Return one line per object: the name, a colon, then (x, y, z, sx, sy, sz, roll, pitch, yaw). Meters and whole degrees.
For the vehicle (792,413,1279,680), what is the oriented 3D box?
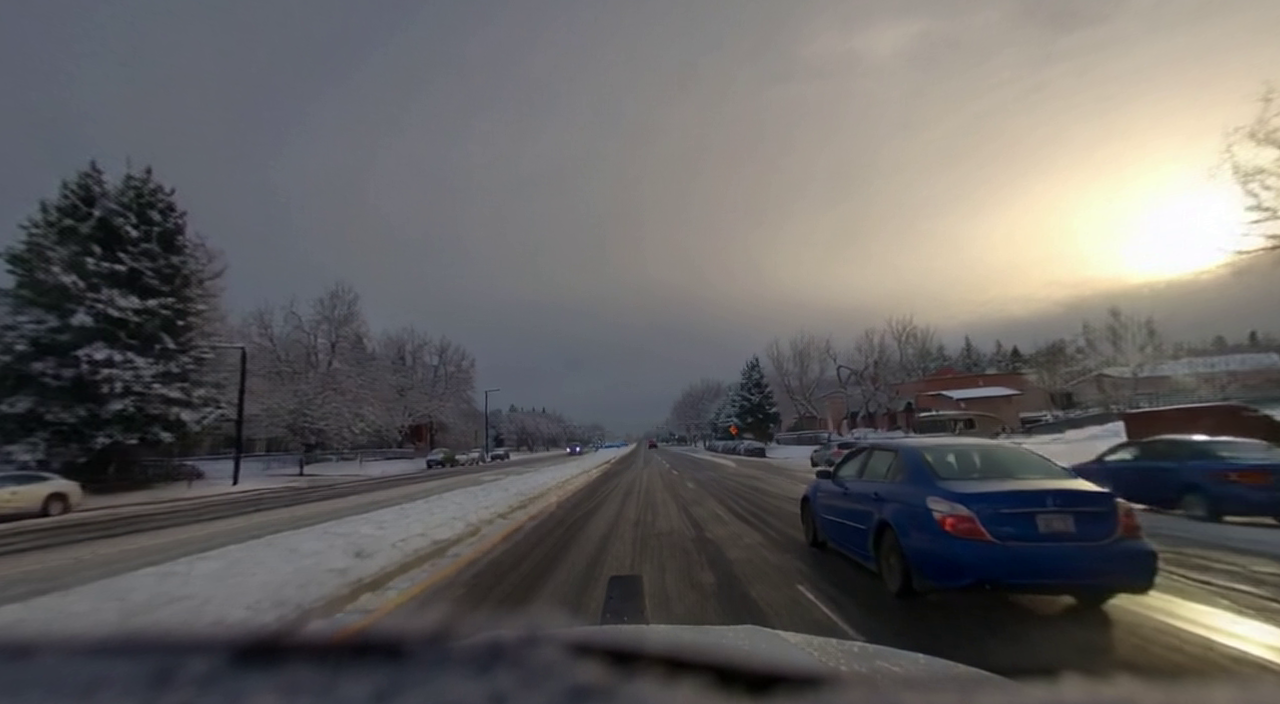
vehicle: (3.042, 1.397, 5.761, 2.141, 1.443, 4.499, 0, -8, 0)
